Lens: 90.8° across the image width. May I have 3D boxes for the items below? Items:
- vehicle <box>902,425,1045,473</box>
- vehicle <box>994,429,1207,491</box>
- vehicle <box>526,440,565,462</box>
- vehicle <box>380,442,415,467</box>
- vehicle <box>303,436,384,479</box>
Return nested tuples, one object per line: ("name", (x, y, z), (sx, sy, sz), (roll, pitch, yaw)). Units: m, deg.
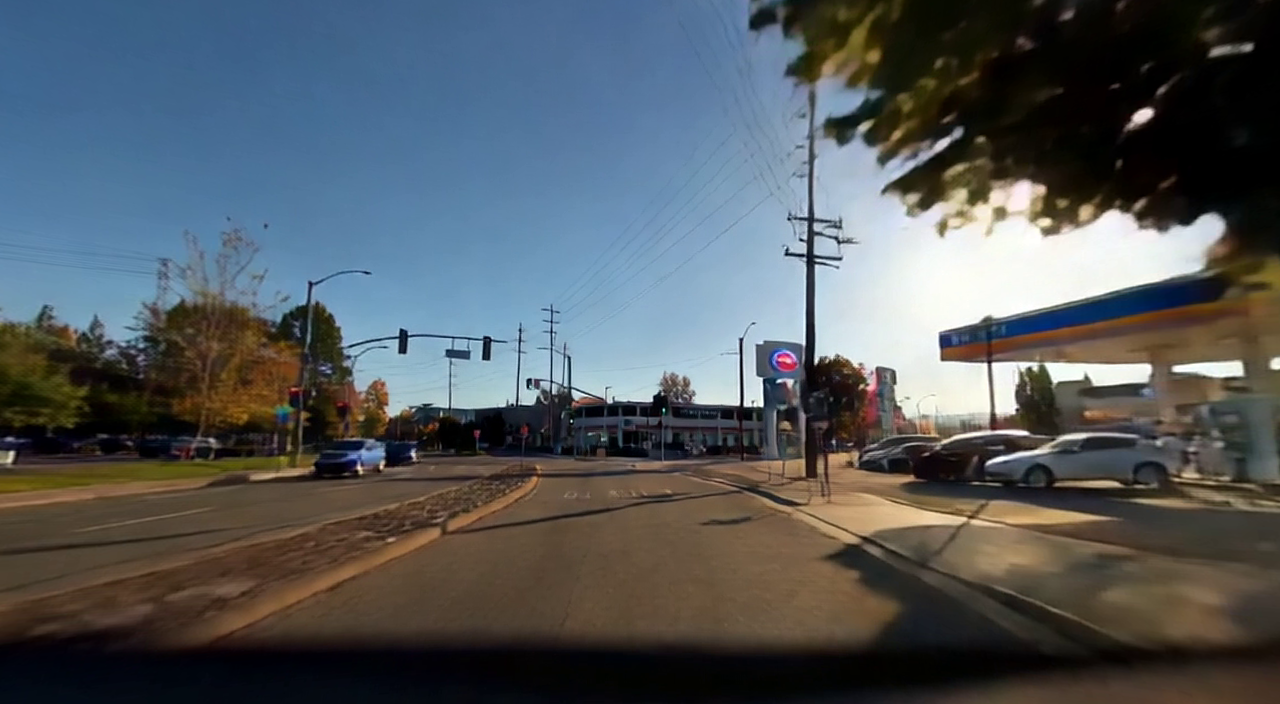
("vehicle", (13.306, 3.896, 25.453), (4.444, 1.815, 2.239), (0, -8, 1))
("vehicle", (14.178, 3.310, 19.720), (4.996, 1.720, 2.027), (0, -5, 2))
("vehicle", (-6.934, 7.169, 46.163), (2.094, 1.500, 3.682), (3, -8, -19))
("vehicle", (-16.643, 7.015, 43.492), (1.863, 1.439, 4.351), (1, -7, -17))
("vehicle", (-12.173, 4.308, 26.234), (1.918, 1.628, 4.011), (1, -8, -8))
